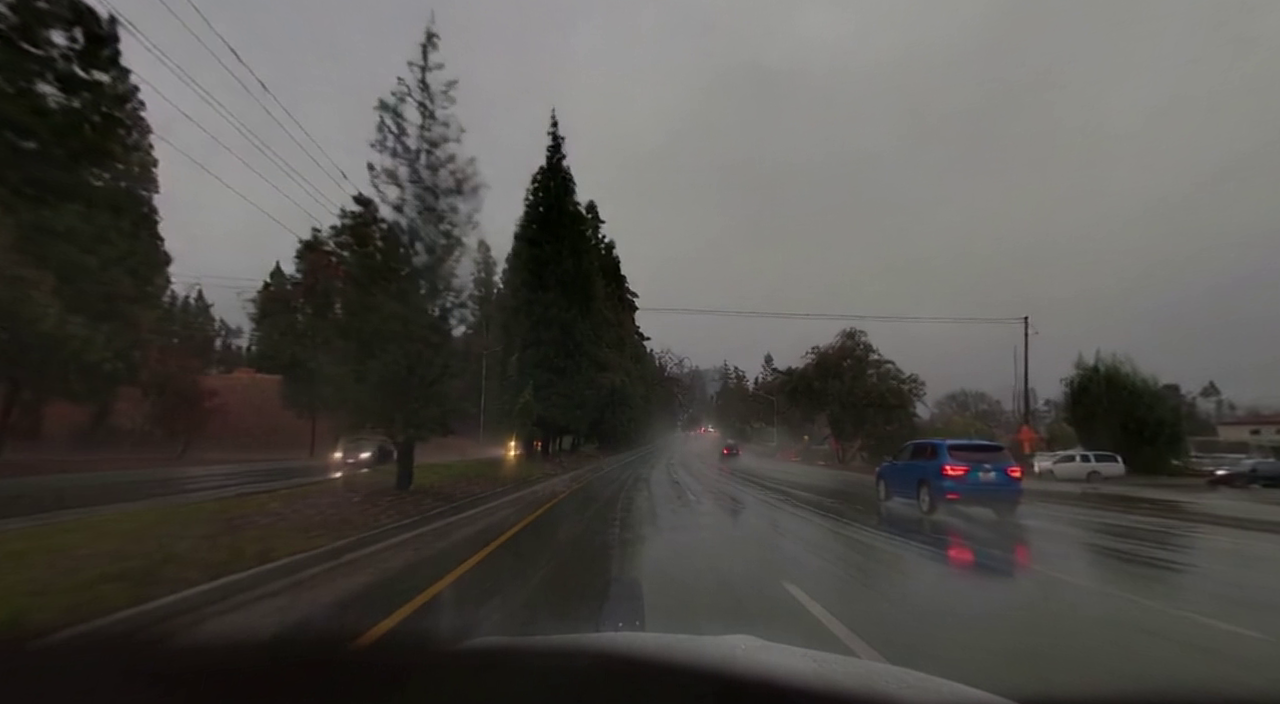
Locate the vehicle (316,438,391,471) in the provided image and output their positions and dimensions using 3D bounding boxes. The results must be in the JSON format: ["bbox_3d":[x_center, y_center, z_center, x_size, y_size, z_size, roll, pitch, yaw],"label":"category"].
[{"bbox_3d":[-14.504,5.196,32.333,1.961,1.538,4.727,0,-8,-5],"label":"vehicle"}]

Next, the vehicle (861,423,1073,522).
[{"bbox_3d":[7.417,2.786,15.243,2.331,1.872,5.378,-2,-8,2],"label":"vehicle"}]

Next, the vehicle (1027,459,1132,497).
[{"bbox_3d":[23.220,6.637,33.683,1.940,1.665,4.917,-3,-8,-1],"label":"vehicle"}]
